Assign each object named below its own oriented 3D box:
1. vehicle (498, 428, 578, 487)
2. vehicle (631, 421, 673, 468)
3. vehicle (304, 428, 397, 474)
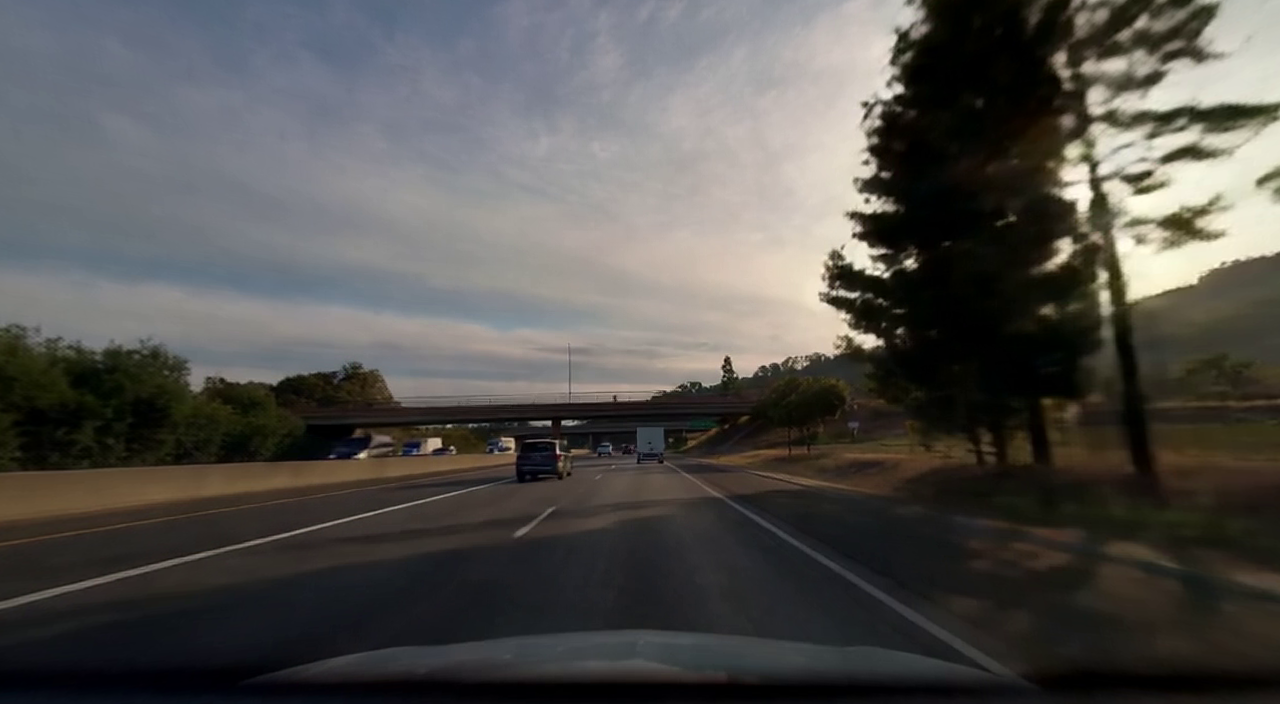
[{"bbox_3d":[-3.911,4.202,25.320,2.233,2.093,5.565,0,-9,0],"label":"vehicle"},{"bbox_3d":[0.756,6.797,46.041,2.790,3.075,7.414,0,-9,0],"label":"vehicle"},{"bbox_3d":[-16.504,5.717,36.372,2.629,2.384,5.546,0,-9,0],"label":"vehicle"}]
